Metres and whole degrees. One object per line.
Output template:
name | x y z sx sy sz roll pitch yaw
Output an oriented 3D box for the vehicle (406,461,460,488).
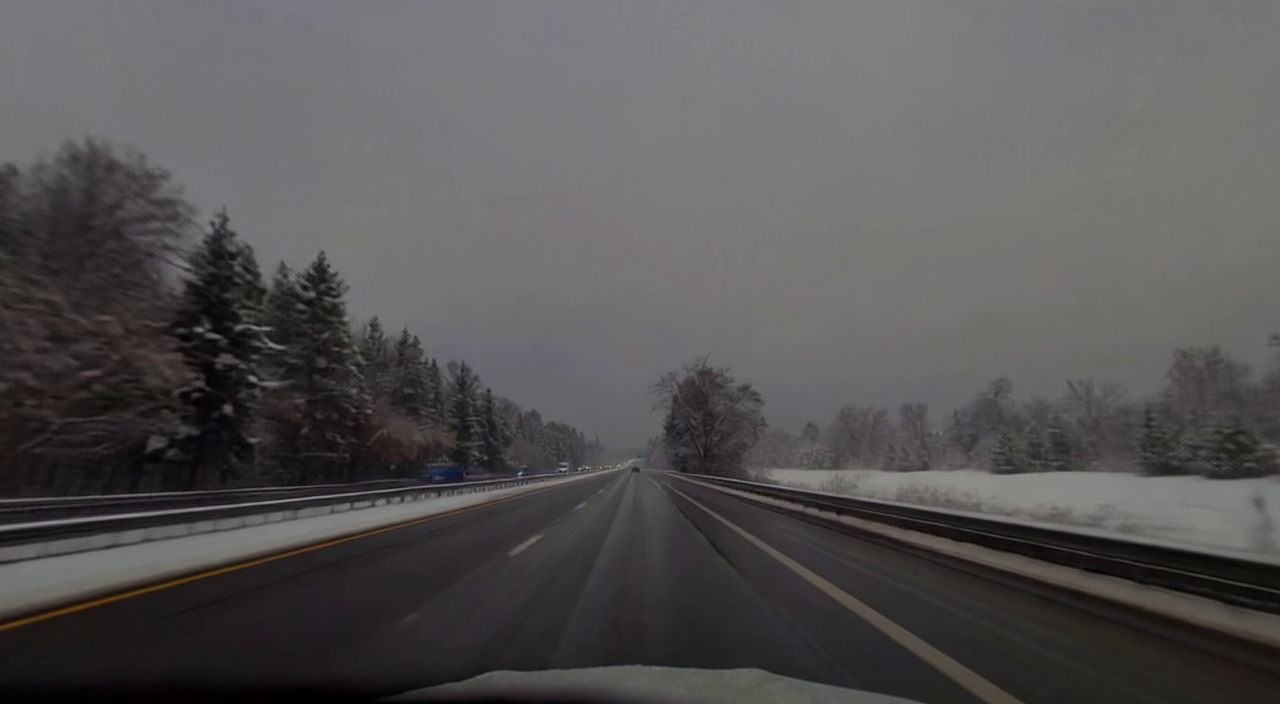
vehicle | -12.794 7.618 39.176 1.897 1.530 4.027 1 -10 0
